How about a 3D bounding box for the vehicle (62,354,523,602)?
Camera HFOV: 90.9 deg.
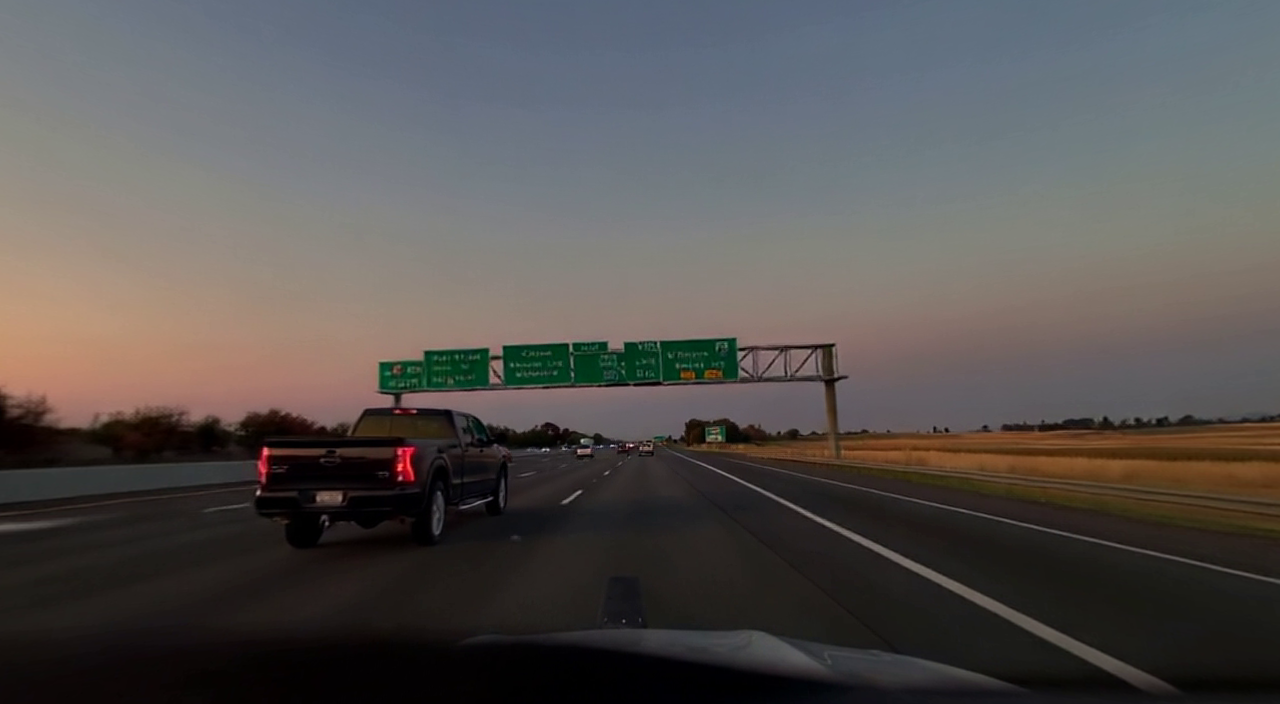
[{"bbox_3d":[-3.500,1.497,8.423,2.601,2.084,6.068,0,-8,1],"label":"vehicle"}]
